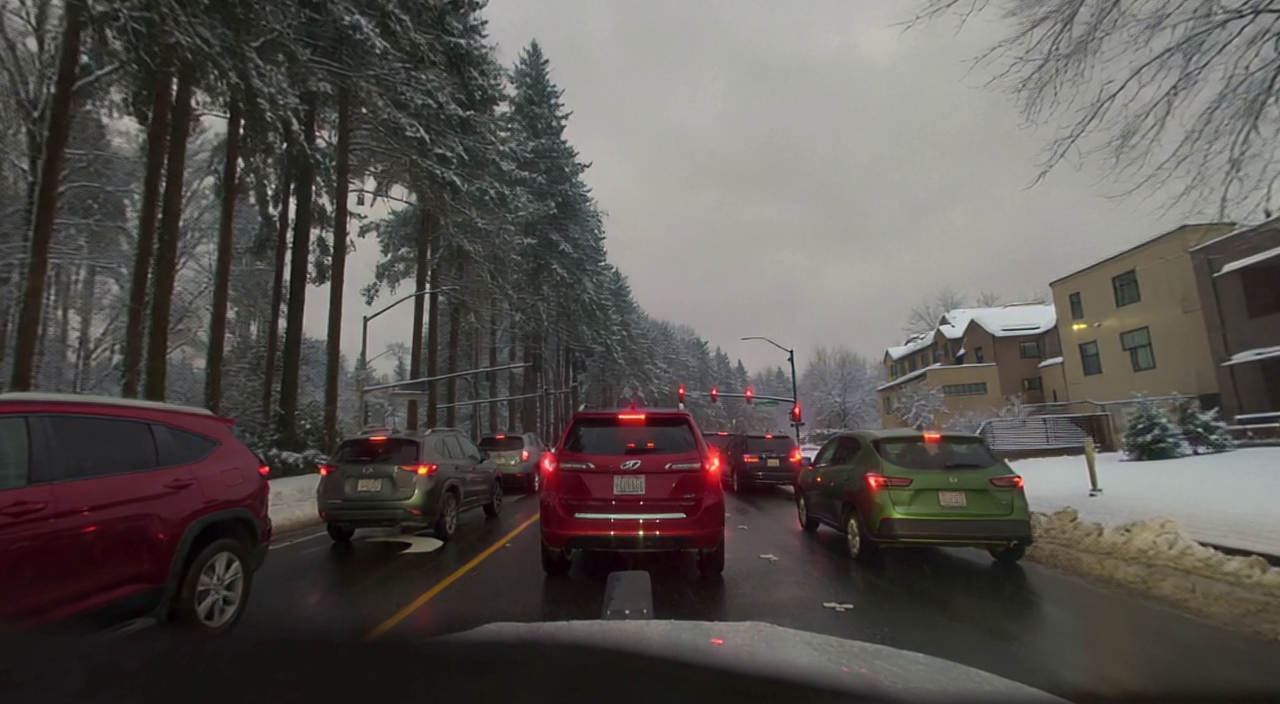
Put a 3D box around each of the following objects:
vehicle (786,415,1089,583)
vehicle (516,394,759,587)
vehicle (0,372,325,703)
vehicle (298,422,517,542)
[{"bbox_3d":[3.268,1.670,7.877,1.922,1.579,3.642,0,-8,-1],"label":"vehicle"},{"bbox_3d":[-0.006,1.550,7.805,2.193,1.744,4.033,0,-8,1],"label":"vehicle"},{"bbox_3d":[-3.775,0.997,3.311,1.929,1.641,4.193,0,-8,2],"label":"vehicle"},{"bbox_3d":[-3.653,2.116,10.930,2.042,1.641,4.314,0,-8,1],"label":"vehicle"}]
